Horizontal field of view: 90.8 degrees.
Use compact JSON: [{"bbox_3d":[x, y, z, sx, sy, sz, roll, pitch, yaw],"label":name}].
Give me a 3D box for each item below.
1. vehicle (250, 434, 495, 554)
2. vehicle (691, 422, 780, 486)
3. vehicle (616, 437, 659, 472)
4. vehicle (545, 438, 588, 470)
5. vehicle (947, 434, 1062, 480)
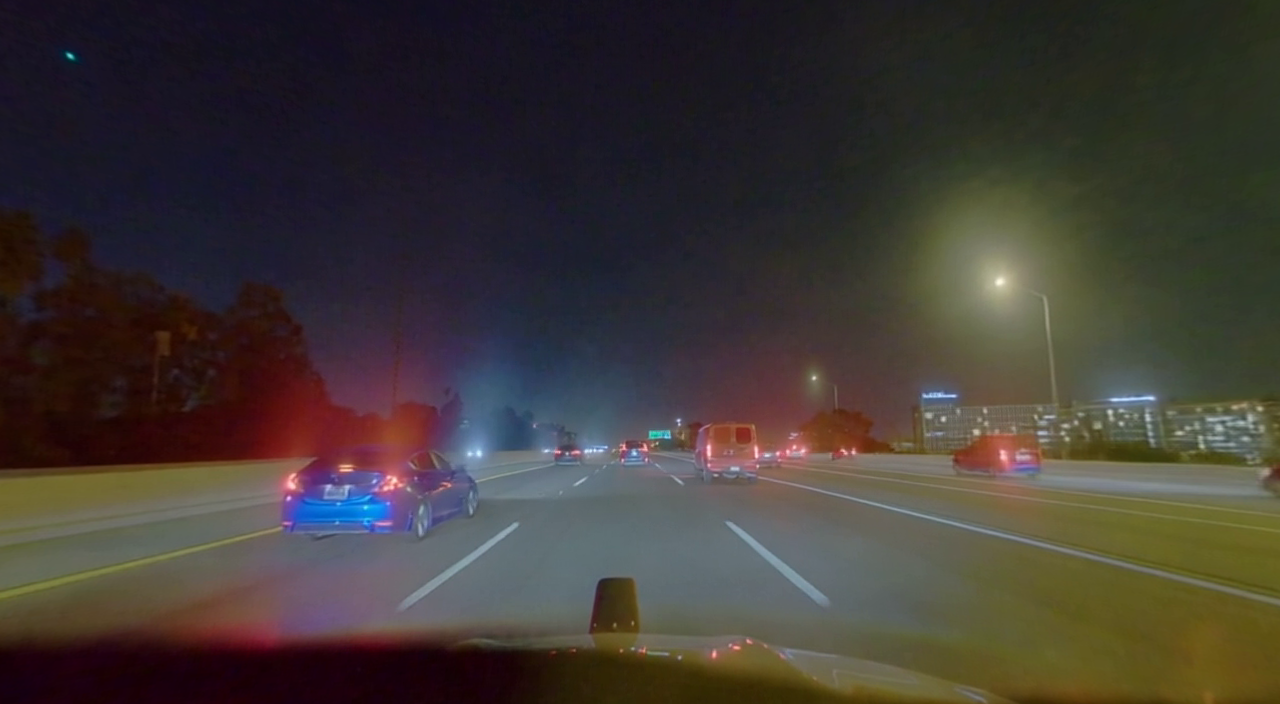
[{"bbox_3d":[-3.840,2.100,10.095,1.991,1.469,4.381,0,-9,0],"label":"vehicle"},{"bbox_3d":[3.377,3.799,23.770,2.250,2.074,5.723,0,-9,-2],"label":"vehicle"},{"bbox_3d":[-0.177,5.552,34.276,2.212,1.786,4.198,0,-9,-1],"label":"vehicle"},{"bbox_3d":[-4.497,6.308,39.184,2.109,1.793,4.613,0,-9,0],"label":"vehicle"},{"bbox_3d":[15.089,4.382,26.520,2.010,1.721,4.871,0,-9,2],"label":"vehicle"}]
